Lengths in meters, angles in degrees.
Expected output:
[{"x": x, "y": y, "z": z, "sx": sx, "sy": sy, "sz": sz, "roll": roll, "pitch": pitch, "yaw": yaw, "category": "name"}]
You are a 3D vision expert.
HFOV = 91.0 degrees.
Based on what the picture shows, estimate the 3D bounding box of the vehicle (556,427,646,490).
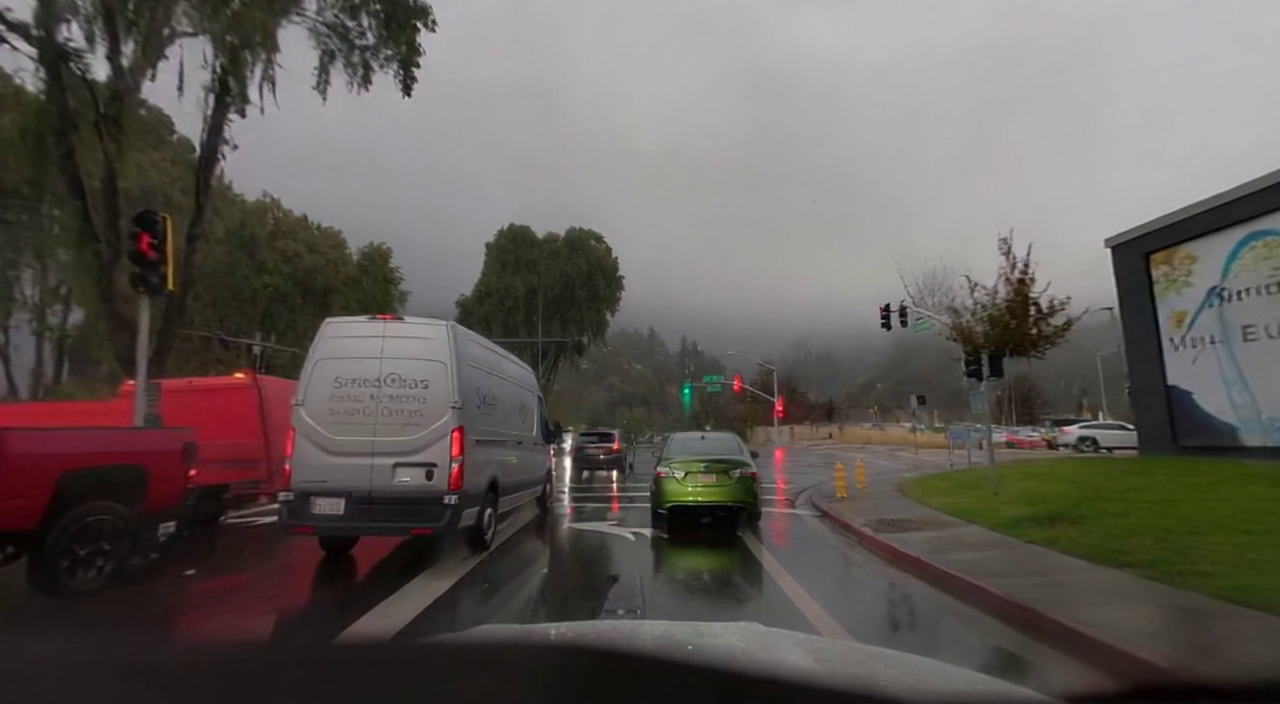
[{"x": -1.182, "y": 3.578, "z": 21.488, "sx": 2.130, "sy": 1.876, "sz": 4.445, "roll": -1, "pitch": -9, "yaw": 9, "category": "vehicle"}]

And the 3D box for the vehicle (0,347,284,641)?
[{"x": -6.346, "y": 1.352, "z": 6.491, "sx": 2.352, "sy": 2.333, "sz": 5.197, "roll": 0, "pitch": -8, "yaw": -2, "category": "vehicle"}]

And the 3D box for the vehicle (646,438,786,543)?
[{"x": 1.545, "y": 2.710, "z": 13.075, "sx": 2.398, "sy": 1.773, "sz": 4.254, "roll": -1, "pitch": -8, "yaw": 7, "category": "vehicle"}]

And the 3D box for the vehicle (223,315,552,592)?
[{"x": -3.162, "y": 1.497, "z": 9.842, "sx": 2.555, "sy": 3.035, "sz": 5.702, "roll": 0, "pitch": -8, "yaw": 2, "category": "vehicle"}]

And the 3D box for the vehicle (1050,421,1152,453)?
[{"x": 30.352, "y": 5.612, "z": 41.548, "sx": 5.084, "sy": 2.041, "sz": 2.360, "roll": 1, "pitch": -8, "yaw": -9, "category": "vehicle"}]
